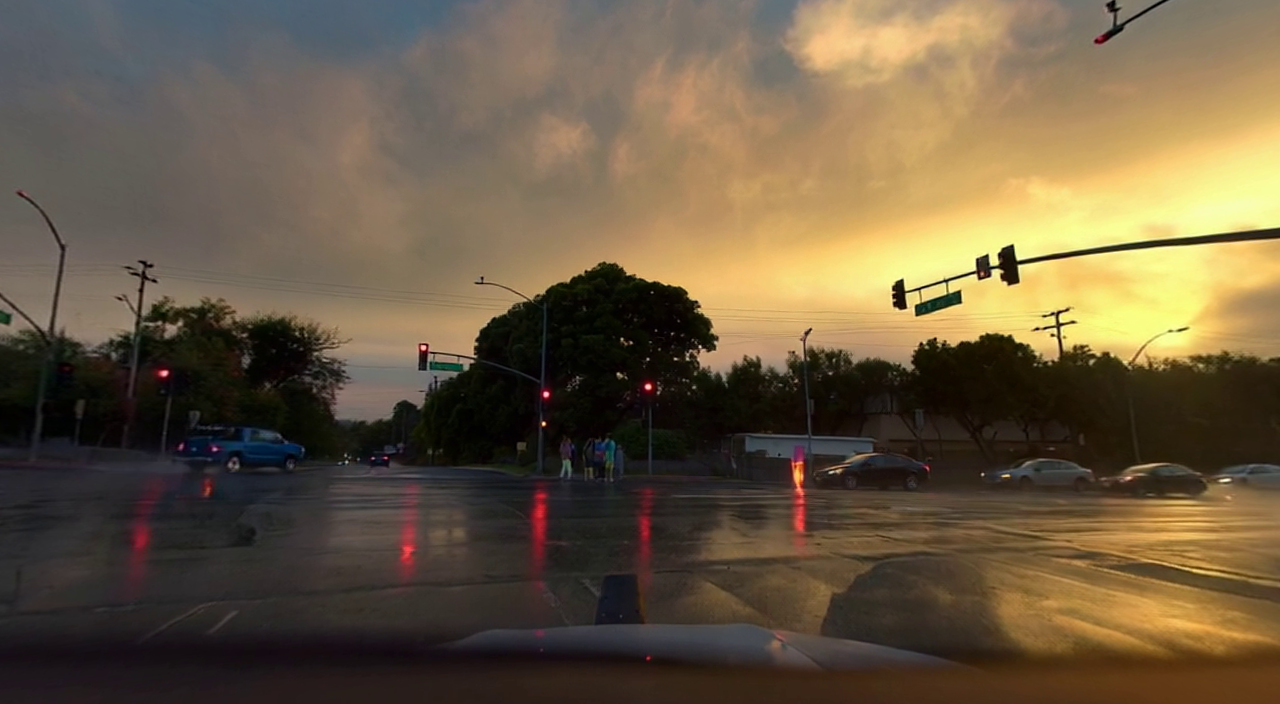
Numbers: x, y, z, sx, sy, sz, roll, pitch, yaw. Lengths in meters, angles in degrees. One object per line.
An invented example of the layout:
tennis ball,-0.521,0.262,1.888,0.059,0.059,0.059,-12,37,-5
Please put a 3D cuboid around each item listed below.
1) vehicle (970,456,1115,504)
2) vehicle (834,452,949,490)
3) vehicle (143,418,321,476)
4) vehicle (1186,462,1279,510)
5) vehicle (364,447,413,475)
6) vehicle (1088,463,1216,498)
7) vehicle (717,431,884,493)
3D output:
vehicle,15.688,4.969,24.692,4.356,1.498,1.957,-2,-8,-5
vehicle,11.565,5.482,29.111,4.537,1.608,1.827,1,-9,-7
vehicle,-15.860,3.768,25.000,2.243,2.011,5.631,-3,-9,18
vehicle,25.063,5.394,25.477,4.322,1.522,1.795,-3,-10,-7
vehicle,-14.984,6.478,37.703,1.964,1.525,4.750,2,-9,-13
vehicle,24.817,6.224,30.595,4.793,1.533,1.874,1,-9,-6
vehicle,5.853,4.047,23.235,5.535,1.896,2.170,4,-9,-8
